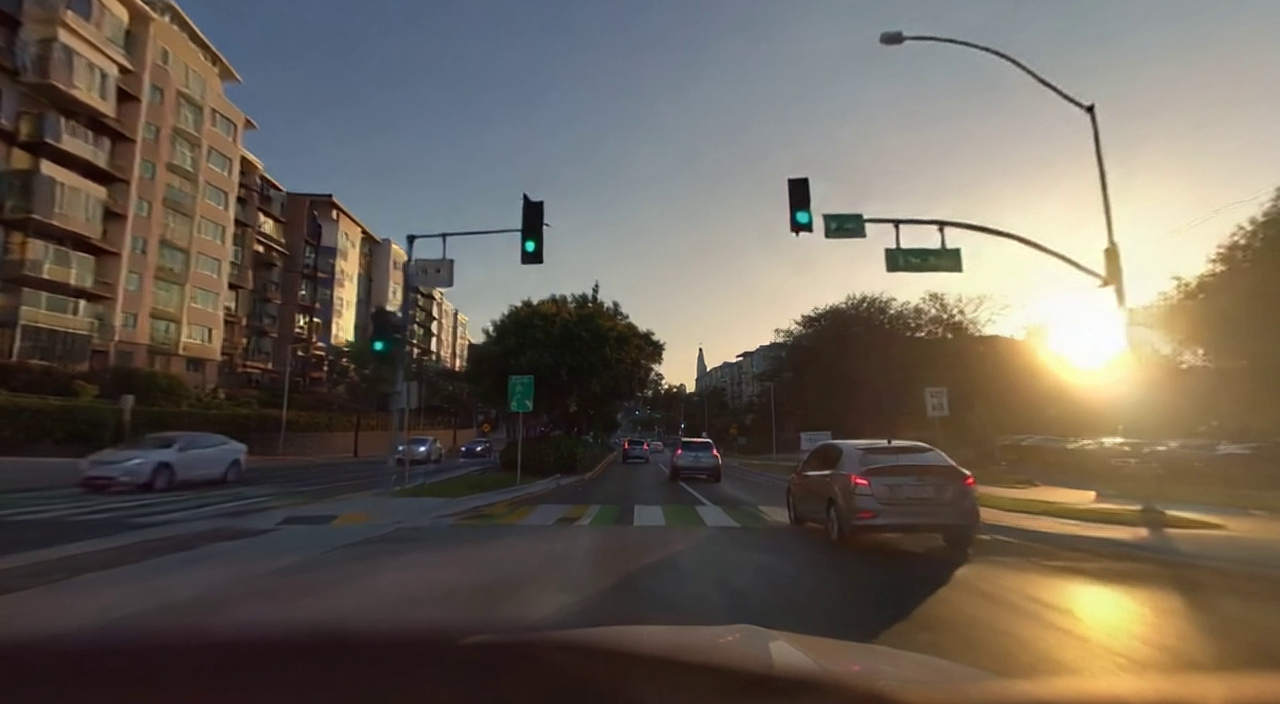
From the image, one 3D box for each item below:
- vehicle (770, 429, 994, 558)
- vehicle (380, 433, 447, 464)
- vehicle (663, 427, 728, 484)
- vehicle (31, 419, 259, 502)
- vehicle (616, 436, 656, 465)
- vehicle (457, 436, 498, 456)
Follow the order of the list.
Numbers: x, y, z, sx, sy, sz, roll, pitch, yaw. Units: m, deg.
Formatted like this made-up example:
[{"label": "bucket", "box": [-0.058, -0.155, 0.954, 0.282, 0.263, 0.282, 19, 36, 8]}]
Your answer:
[{"label": "vehicle", "box": [3.504, 2.096, 10.153, 1.906, 1.608, 4.137, 0, -8, -1]}, {"label": "vehicle", "box": [-12.256, 5.276, 34.541, 1.969, 1.566, 4.549, 0, -8, 0]}, {"label": "vehicle", "box": [2.123, 3.980, 24.675, 2.206, 1.858, 5.332, 2, -8, 4]}, {"label": "vehicle", "box": [-12.594, 2.790, 16.657, 2.076, 1.836, 4.847, 0, -8, 0]}, {"label": "vehicle", "box": [-0.251, 5.385, 34.806, 2.059, 1.492, 3.925, 0, -8, -1]}, {"label": "vehicle", "box": [-12.677, 7.381, 49.594, 1.926, 1.446, 4.565, 0, -8, 0]}]
